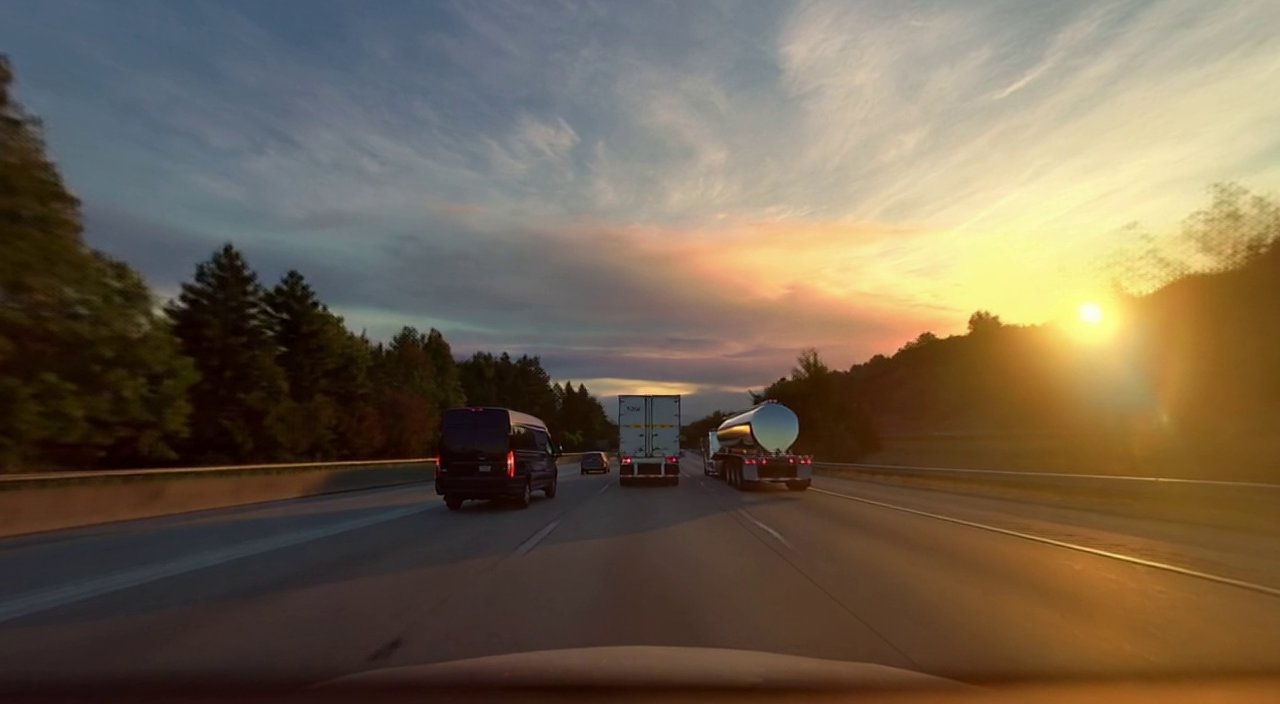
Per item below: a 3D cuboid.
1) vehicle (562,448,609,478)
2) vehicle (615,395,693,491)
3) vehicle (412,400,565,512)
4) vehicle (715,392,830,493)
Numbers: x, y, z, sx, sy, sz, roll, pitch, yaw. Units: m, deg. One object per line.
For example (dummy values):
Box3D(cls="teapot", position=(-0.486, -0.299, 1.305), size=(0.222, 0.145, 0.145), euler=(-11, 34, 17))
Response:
Box3D(cls="vehicle", position=(-3.177, 6.567, 37.689), size=(2.134, 1.652, 4.439), euler=(-1, -9, 3))
Box3D(cls="vehicle", position=(0.329, 4.063, 27.589), size=(2.773, 3.455, 9.118), euler=(0, -9, -3))
Box3D(cls="vehicle", position=(-3.881, 2.896, 17.791), size=(2.525, 2.572, 6.260), euler=(0, -9, 2))
Box3D(cls="vehicle", position=(5.254, 4.023, 27.664), size=(2.706, 3.500, 11.483), euler=(0, -9, 1))
